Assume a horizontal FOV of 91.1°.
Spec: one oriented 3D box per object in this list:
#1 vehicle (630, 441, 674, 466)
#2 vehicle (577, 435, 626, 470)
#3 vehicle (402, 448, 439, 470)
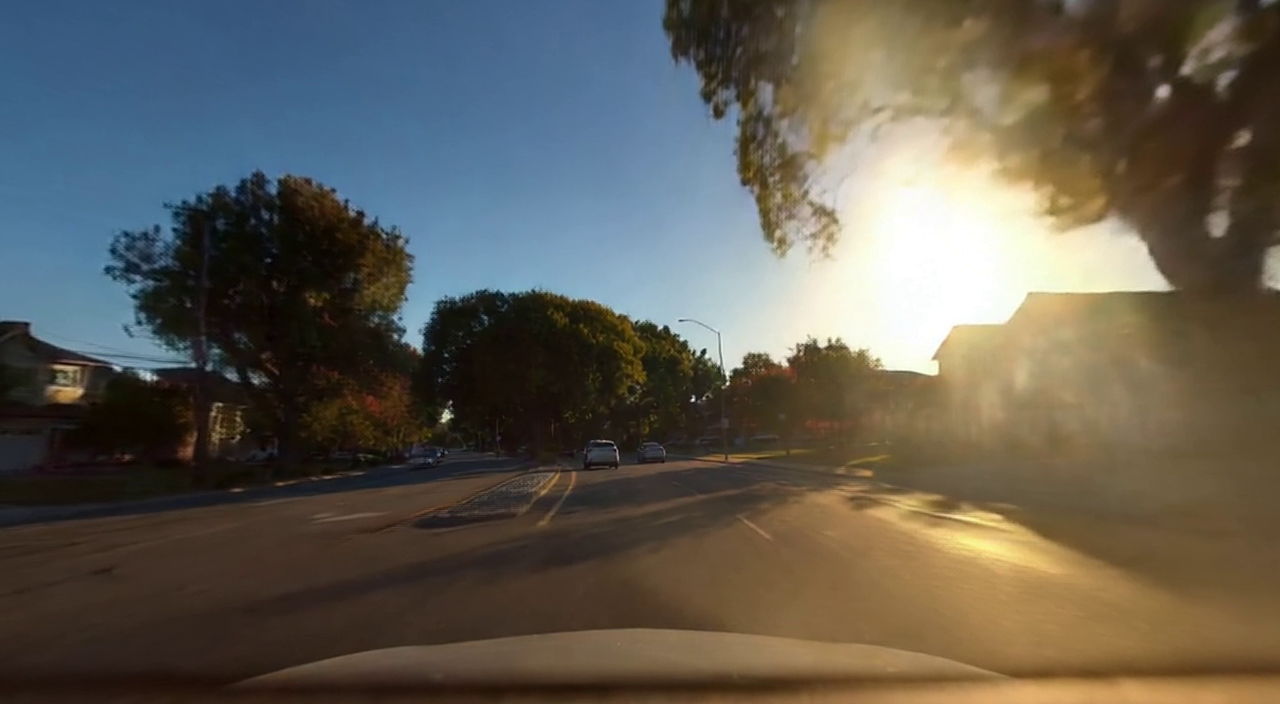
[{"bbox_3d":[0.684,6.520,40.710,1.915,1.495,4.880,1,-8,-10],"label":"vehicle"},{"bbox_3d":[-2.195,5.494,34.478,2.165,1.783,4.391,1,-8,-10],"label":"vehicle"},{"bbox_3d":[-16.948,8.264,48.724,1.924,1.481,4.727,1,-8,-10],"label":"vehicle"}]
